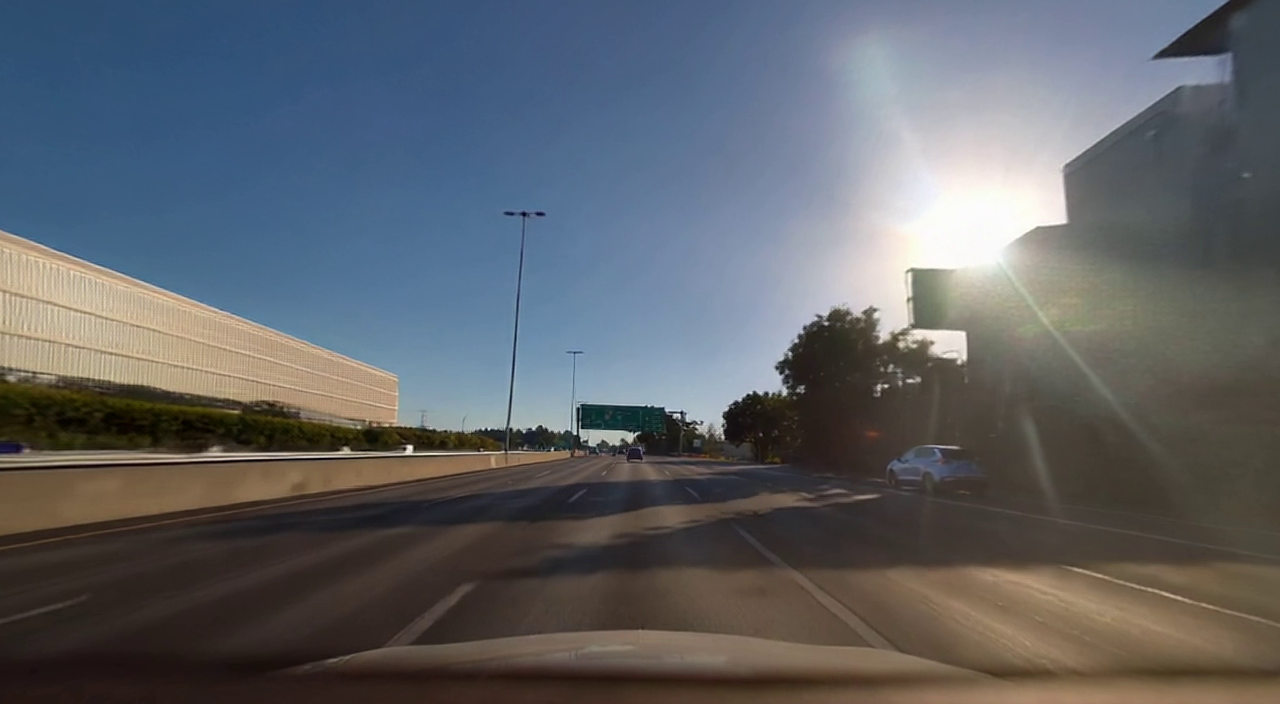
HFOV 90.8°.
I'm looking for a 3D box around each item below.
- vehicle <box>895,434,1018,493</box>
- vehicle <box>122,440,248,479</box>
[{"bbox_3d":[13.719,4.852,27.848,2.411,2.326,5.300,0,-9,-3],"label":"vehicle"},{"bbox_3d":[-19.311,4.586,27.114,1.977,1.484,4.592,0,-9,0],"label":"vehicle"}]
